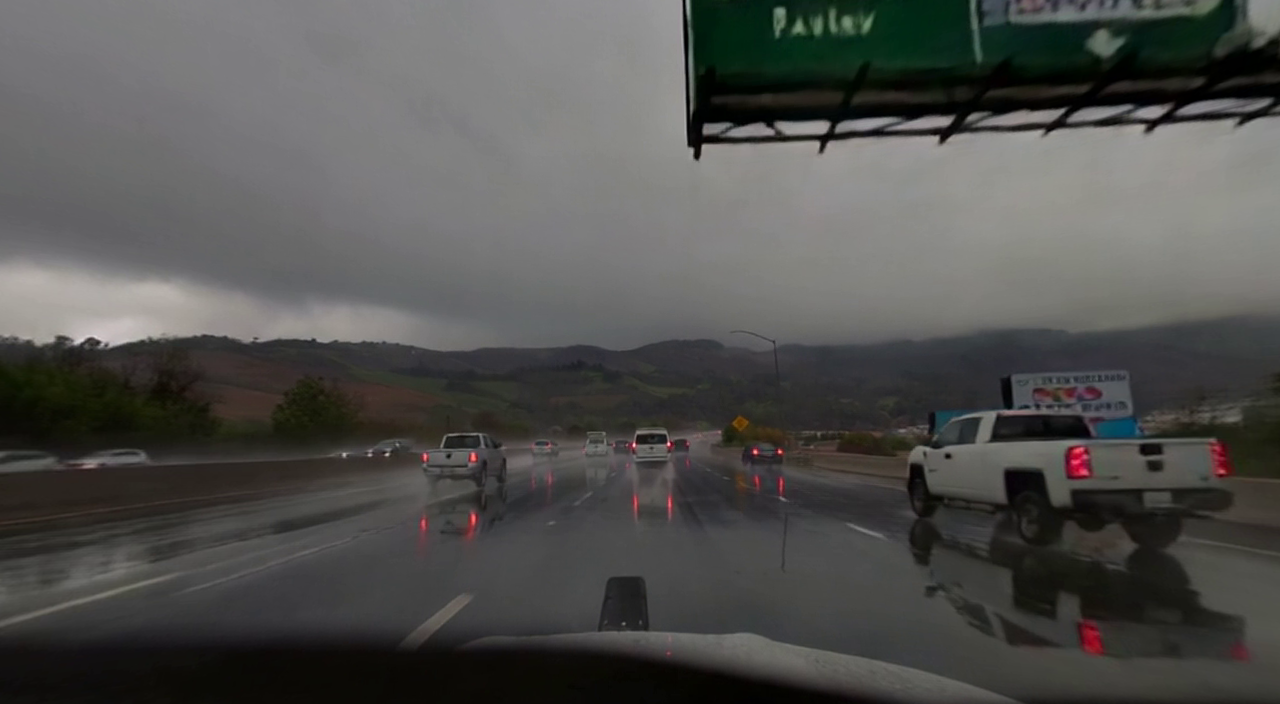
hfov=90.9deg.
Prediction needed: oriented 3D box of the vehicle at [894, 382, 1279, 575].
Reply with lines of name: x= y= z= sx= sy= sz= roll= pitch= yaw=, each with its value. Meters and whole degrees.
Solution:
vehicle: x=5.499 y=1.571 z=8.535 sx=2.029 sy=1.859 sz=4.669 roll=0 pitch=-8 yaw=-1

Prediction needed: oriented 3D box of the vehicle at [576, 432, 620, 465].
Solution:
vehicle: x=-2.619 y=6.273 z=41.014 sx=2.316 sy=1.999 sz=5.765 roll=0 pitch=-8 yaw=1

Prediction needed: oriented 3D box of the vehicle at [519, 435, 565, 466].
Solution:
vehicle: x=-6.101 y=6.231 z=39.861 sx=2.036 sy=1.813 sz=4.564 roll=-1 pitch=-8 yaw=2

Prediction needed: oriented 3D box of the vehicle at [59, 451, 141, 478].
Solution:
vehicle: x=-29.230 y=6.092 z=34.271 sx=1.461 sy=1.361 sz=3.314 roll=0 pitch=-8 yaw=1

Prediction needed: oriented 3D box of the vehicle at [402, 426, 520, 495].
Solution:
vehicle: x=-5.280 y=3.278 z=19.427 sx=2.160 sy=1.799 sz=5.001 roll=0 pitch=-8 yaw=0

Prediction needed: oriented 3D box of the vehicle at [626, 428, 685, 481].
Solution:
vehicle: x=0.556 y=3.844 z=23.854 sx=2.052 sy=1.808 sz=3.898 roll=0 pitch=-8 yaw=1

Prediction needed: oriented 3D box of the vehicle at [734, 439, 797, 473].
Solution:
vehicle: x=5.736 y=4.815 z=29.386 sx=1.998 sy=1.456 sz=4.338 roll=0 pitch=-8 yaw=-1
